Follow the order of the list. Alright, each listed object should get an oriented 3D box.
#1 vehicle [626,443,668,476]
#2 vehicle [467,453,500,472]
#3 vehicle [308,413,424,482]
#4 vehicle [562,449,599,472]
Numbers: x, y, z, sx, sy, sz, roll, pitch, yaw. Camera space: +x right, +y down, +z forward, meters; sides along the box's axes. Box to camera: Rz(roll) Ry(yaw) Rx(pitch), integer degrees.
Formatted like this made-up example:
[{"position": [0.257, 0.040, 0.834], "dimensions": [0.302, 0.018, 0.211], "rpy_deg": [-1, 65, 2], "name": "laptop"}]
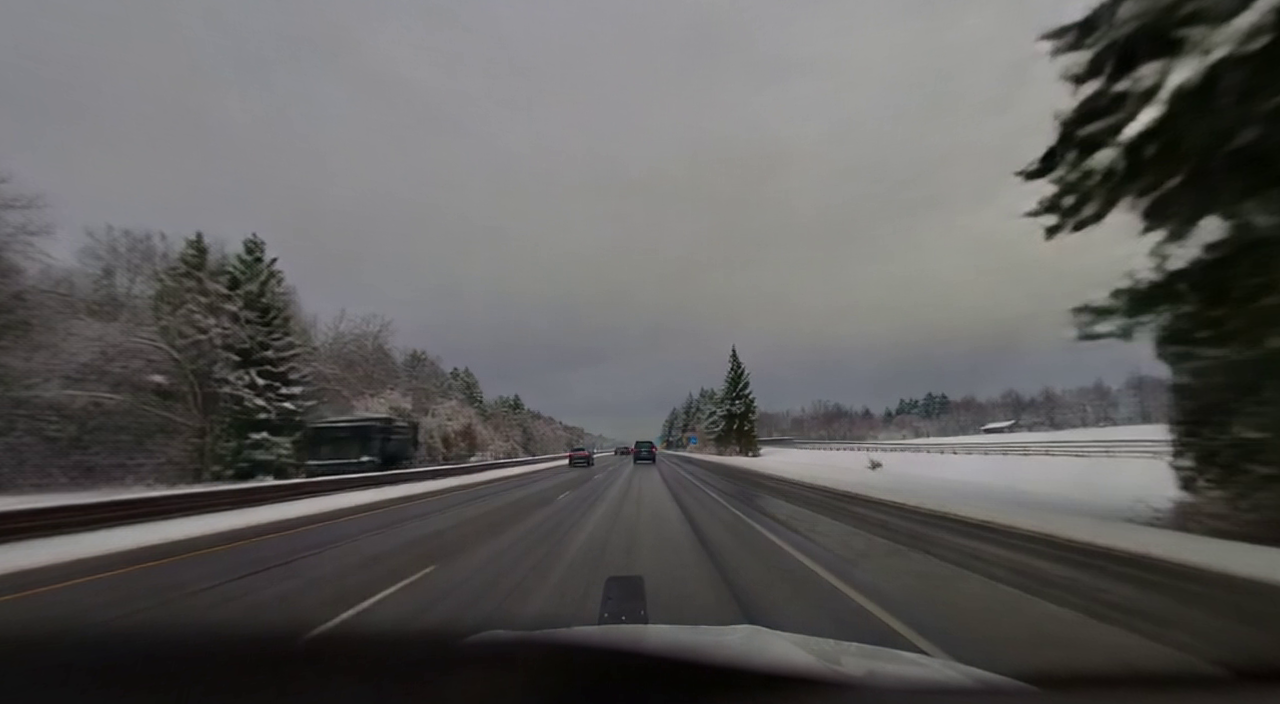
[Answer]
[{"position": [0.351, 5.790, 34.053], "dimensions": [2.172, 1.687, 3.929], "rpy_deg": [0, -9, 0], "name": "vehicle"}, {"position": [-12.290, 8.716, 49.698], "dimensions": [1.676, 1.396, 3.459], "rpy_deg": [0, -9, 1], "name": "vehicle"}, {"position": [-17.031, 6.094, 40.164], "dimensions": [2.953, 3.833, 9.571], "rpy_deg": [0, -9, 0], "name": "vehicle"}, {"position": [-3.842, 7.116, 41.506], "dimensions": [1.998, 1.460, 4.422], "rpy_deg": [0, -9, 0], "name": "vehicle"}]
